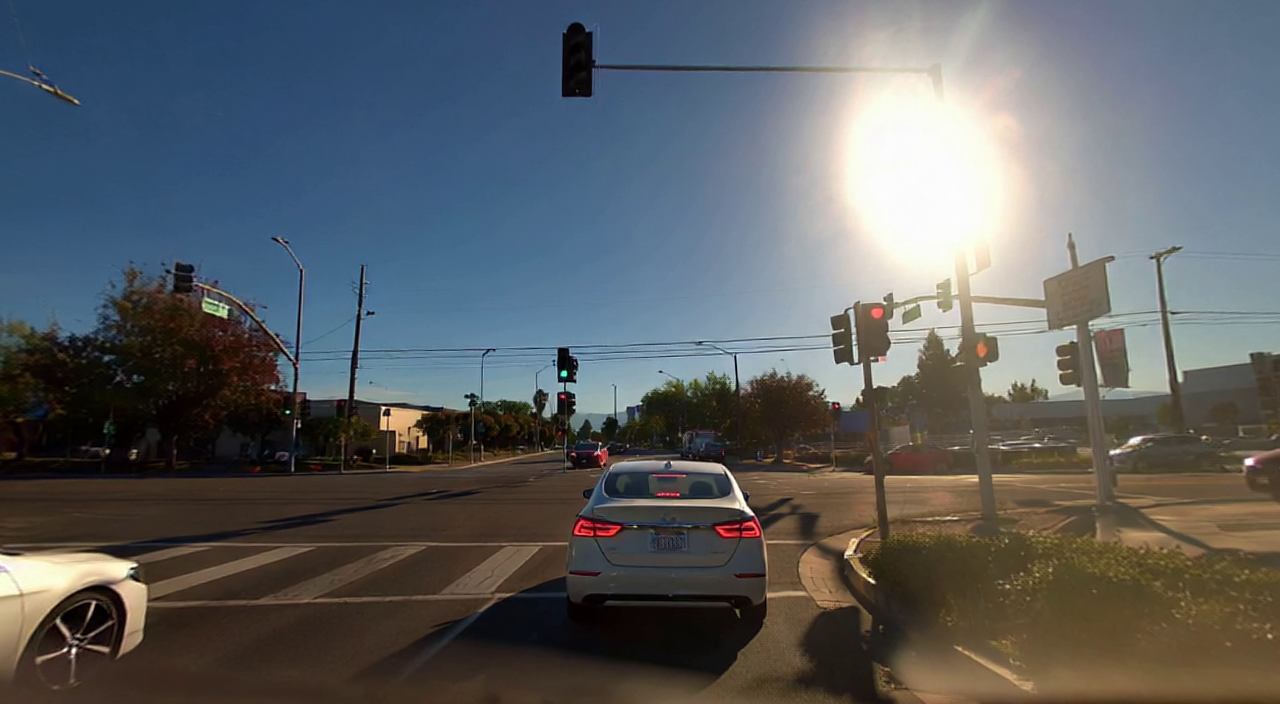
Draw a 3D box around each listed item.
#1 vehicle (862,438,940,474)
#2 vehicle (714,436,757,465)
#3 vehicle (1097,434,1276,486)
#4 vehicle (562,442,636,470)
[{"bbox_3d":[12.403,5.039,30.272,1.922,1.529,3.964,1,-12,-2],"label":"vehicle"},{"bbox_3d":[6.930,7.168,46.146,1.491,2.041,2.964,6,-9,-34],"label":"vehicle"},{"bbox_3d":[16.797,3.316,19.504,3.876,1.512,1.784,0,-8,-2],"label":"vehicle"},{"bbox_3d":[-2.441,6.151,37.560,3.991,1.526,1.868,-4,-9,30],"label":"vehicle"}]
